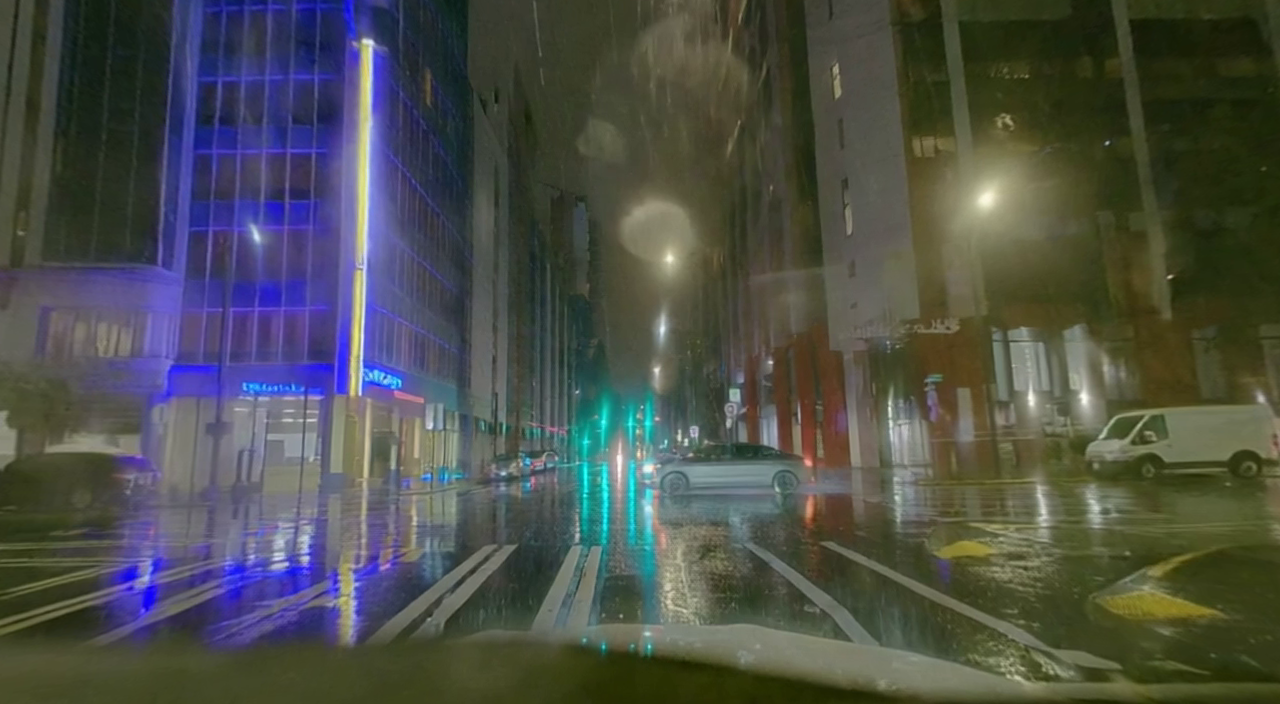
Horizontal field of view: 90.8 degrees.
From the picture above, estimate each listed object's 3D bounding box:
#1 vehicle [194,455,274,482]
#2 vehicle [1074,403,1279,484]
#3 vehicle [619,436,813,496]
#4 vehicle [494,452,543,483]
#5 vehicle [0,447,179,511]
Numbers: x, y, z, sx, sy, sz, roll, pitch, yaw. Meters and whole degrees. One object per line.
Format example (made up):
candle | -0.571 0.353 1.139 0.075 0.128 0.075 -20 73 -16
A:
vehicle | -24.322 6.984 37.917 3.618 1.412 1.587 -1 -9 -7
vehicle | 18.514 3.121 21.684 5.384 2.586 2.358 0 -9 -1
vehicle | 1.963 3.071 17.234 4.877 1.482 2.041 1 -9 -7
vehicle | -6.233 5.937 32.724 1.864 1.447 3.887 0 -9 -2
vehicle | -16.165 3.527 17.835 4.558 1.635 2.008 1 -9 -6
